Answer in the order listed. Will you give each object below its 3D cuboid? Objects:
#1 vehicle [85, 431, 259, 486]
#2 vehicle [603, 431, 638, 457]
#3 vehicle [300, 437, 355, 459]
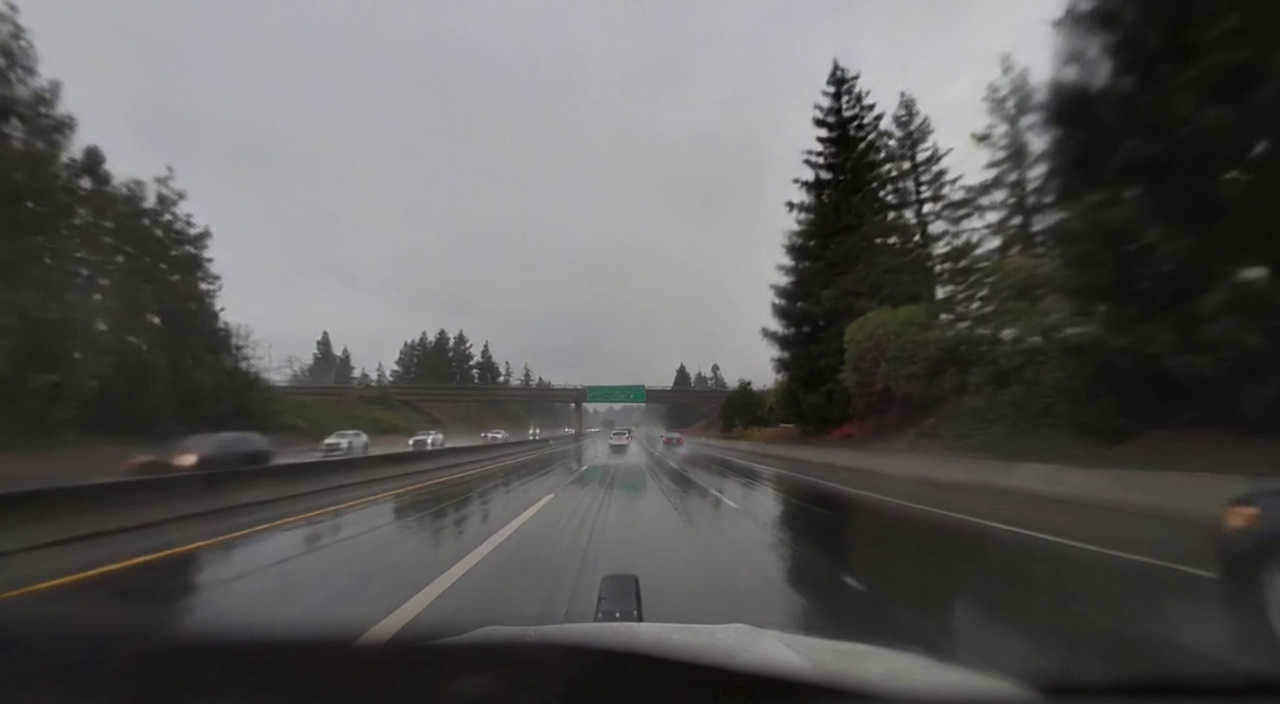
[{"bbox_3d":[-13.737,3.125,18.938,1.847,1.443,4.446,0,-8,-1],"label":"vehicle"},{"bbox_3d":[-1.174,5.516,37.983,1.987,1.440,3.565,0,-8,-2],"label":"vehicle"},{"bbox_3d":[-21.825,6.709,44.213,1.765,1.443,4.424,0,-8,-2],"label":"vehicle"}]
